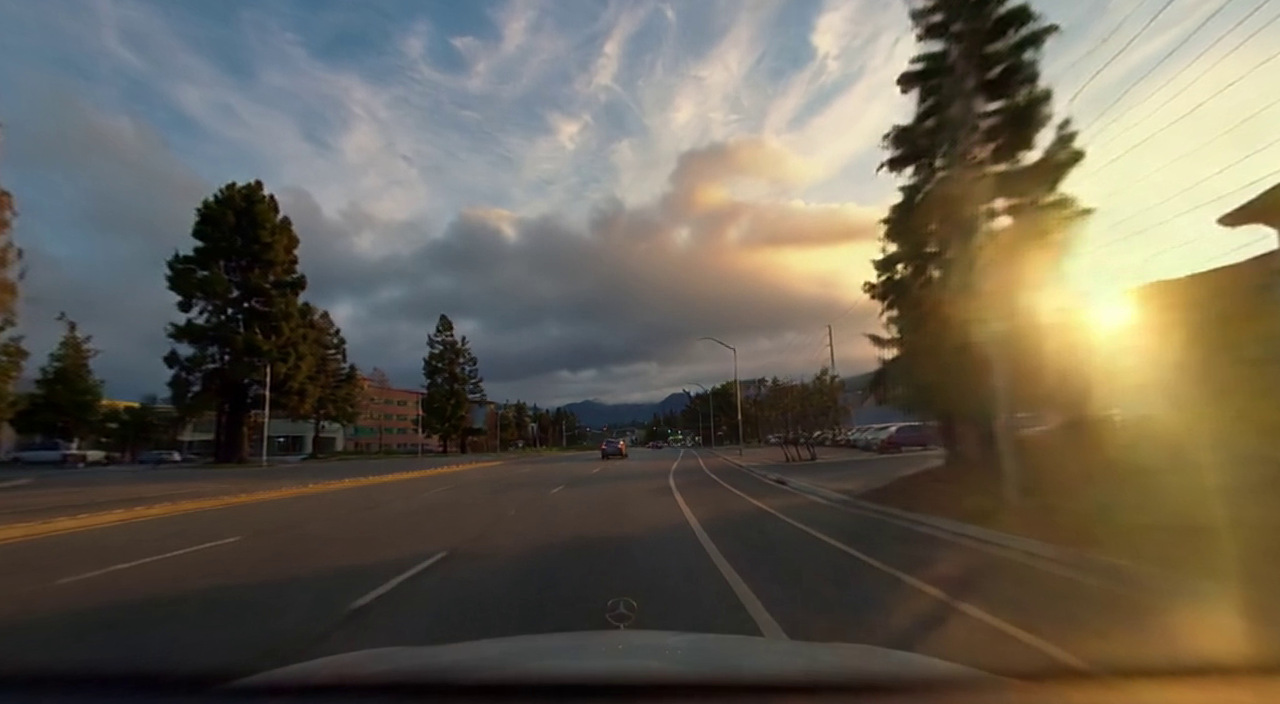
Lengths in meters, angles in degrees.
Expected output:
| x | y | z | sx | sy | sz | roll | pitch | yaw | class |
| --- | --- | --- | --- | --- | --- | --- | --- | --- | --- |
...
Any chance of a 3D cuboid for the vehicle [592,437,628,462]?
| x | y | z | sx | sy | sz | roll | pitch | yaw | class |
| --- | --- | --- | --- | --- | --- | --- | --- | --- | --- |
| -2.039 | 6.871 | 44.450 | 2.121 | 1.654 | 3.993 | -1 | -8 | 4 | vehicle |
